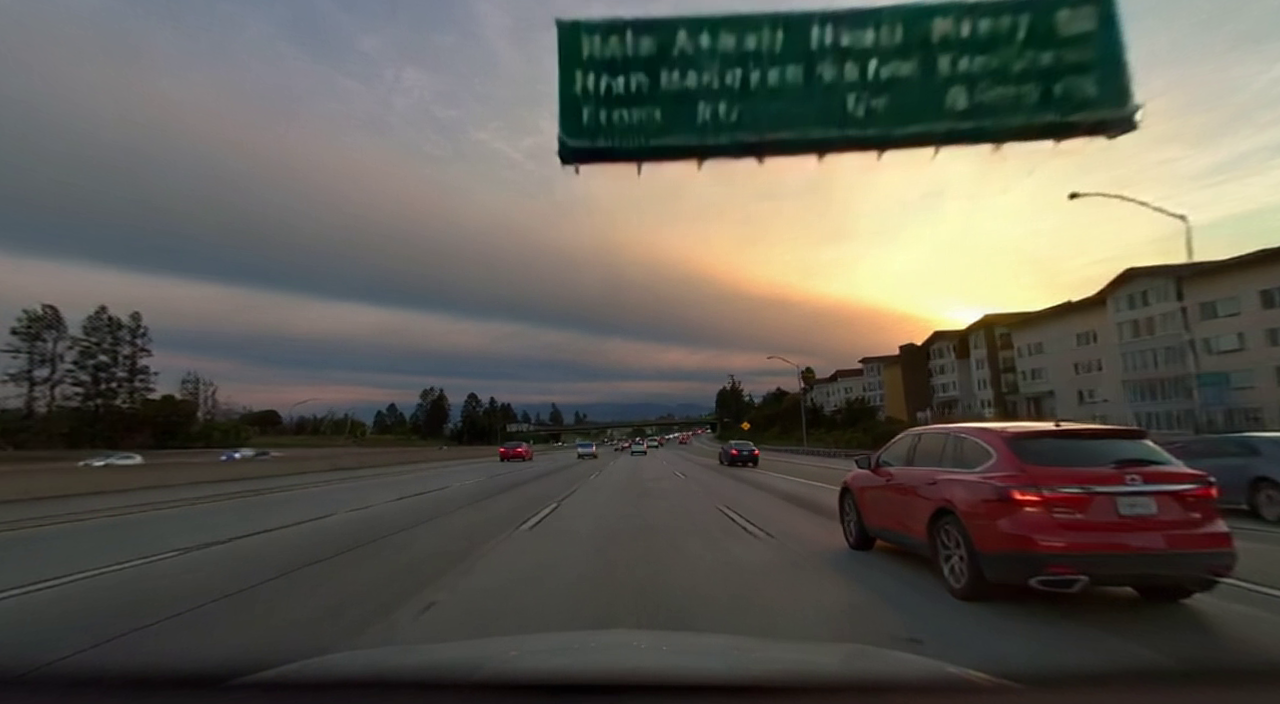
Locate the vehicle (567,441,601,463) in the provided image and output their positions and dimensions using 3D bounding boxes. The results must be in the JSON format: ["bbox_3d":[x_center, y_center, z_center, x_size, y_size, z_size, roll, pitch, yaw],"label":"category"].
[{"bbox_3d":[-3.773,6.824,43.228,2.002,1.466,4.378,0,-8,0],"label":"vehicle"}]

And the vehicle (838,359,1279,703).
[{"bbox_3d":[3.427,1.188,5.251,2.080,1.694,4.286,0,-8,-1],"label":"vehicle"}]

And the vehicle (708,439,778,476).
[{"bbox_3d":[4.338,4.520,27.252,2.061,1.459,4.273,0,-8,-3],"label":"vehicle"}]

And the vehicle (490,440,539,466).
[{"bbox_3d":[-7.572,6.144,38.569,2.021,1.496,4.495,0,-8,1],"label":"vehicle"}]
